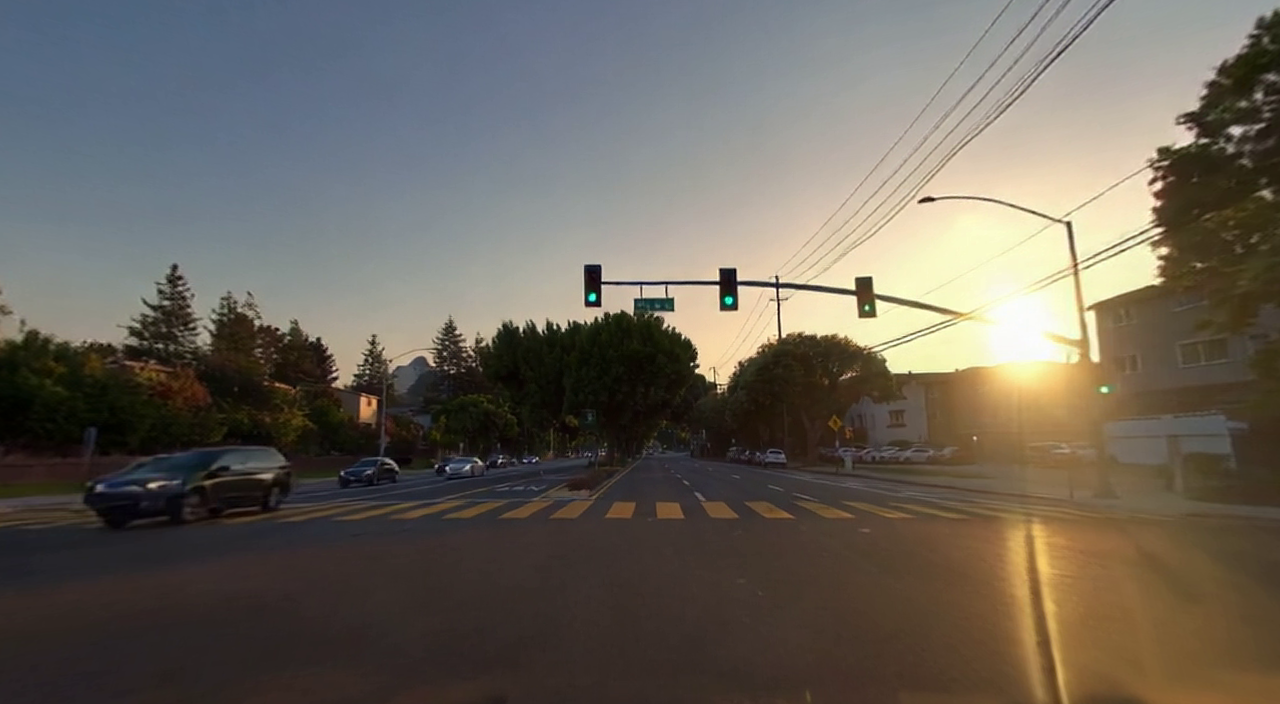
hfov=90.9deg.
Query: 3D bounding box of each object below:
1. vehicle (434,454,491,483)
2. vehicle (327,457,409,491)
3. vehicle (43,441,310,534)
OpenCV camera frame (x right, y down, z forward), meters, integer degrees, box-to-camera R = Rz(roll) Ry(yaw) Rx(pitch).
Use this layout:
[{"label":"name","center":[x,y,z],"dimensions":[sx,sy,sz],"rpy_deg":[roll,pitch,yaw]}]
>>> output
[{"label":"vehicle","center":[-10.110,6.645,36.268],"dimensions":[1.899,1.464,4.418],"rpy_deg":[-1,-8,2]},{"label":"vehicle","center":[-13.454,6.018,31.528],"dimensions":[1.909,1.449,4.775],"rpy_deg":[-1,-8,1]},{"label":"vehicle","center":[-10.689,3.113,15.312],"dimensions":[2.249,1.825,5.378],"rpy_deg":[-1,-8,2]}]
